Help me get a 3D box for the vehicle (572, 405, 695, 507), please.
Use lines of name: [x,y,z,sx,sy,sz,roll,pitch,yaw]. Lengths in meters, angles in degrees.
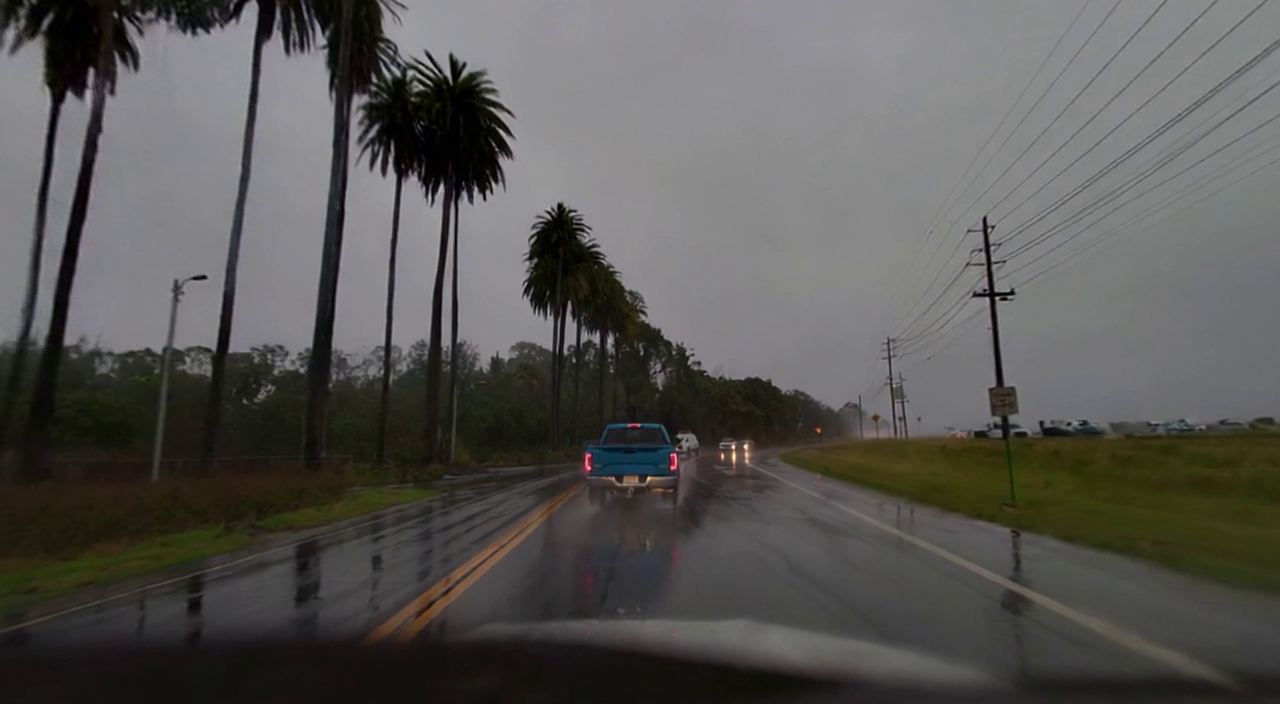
vehicle: [-0.158,2.716,16.871,2.693,2.223,5.885,0,-8,0]
